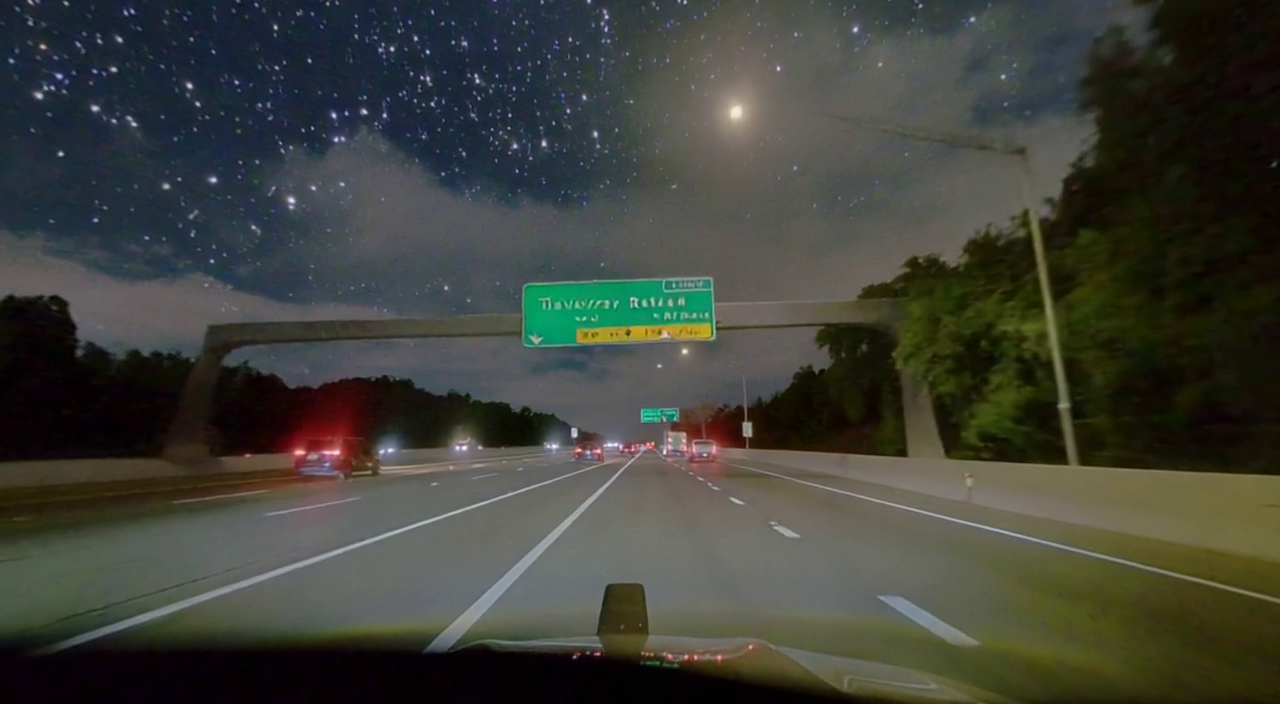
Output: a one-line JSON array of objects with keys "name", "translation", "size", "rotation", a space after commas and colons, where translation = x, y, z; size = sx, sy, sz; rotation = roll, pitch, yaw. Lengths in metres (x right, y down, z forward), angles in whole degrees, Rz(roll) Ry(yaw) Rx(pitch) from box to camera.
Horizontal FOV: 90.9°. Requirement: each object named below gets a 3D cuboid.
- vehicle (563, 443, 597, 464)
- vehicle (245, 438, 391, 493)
[{"name": "vehicle", "translation": [-4.567, 7.793, 48.534], "size": [1.981, 1.473, 4.317], "rotation": [0, -8, 2]}, {"name": "vehicle", "translation": [-9.623, 3.407, 19.349], "size": [1.899, 1.465, 4.589], "rotation": [0, -8, 2]}]
